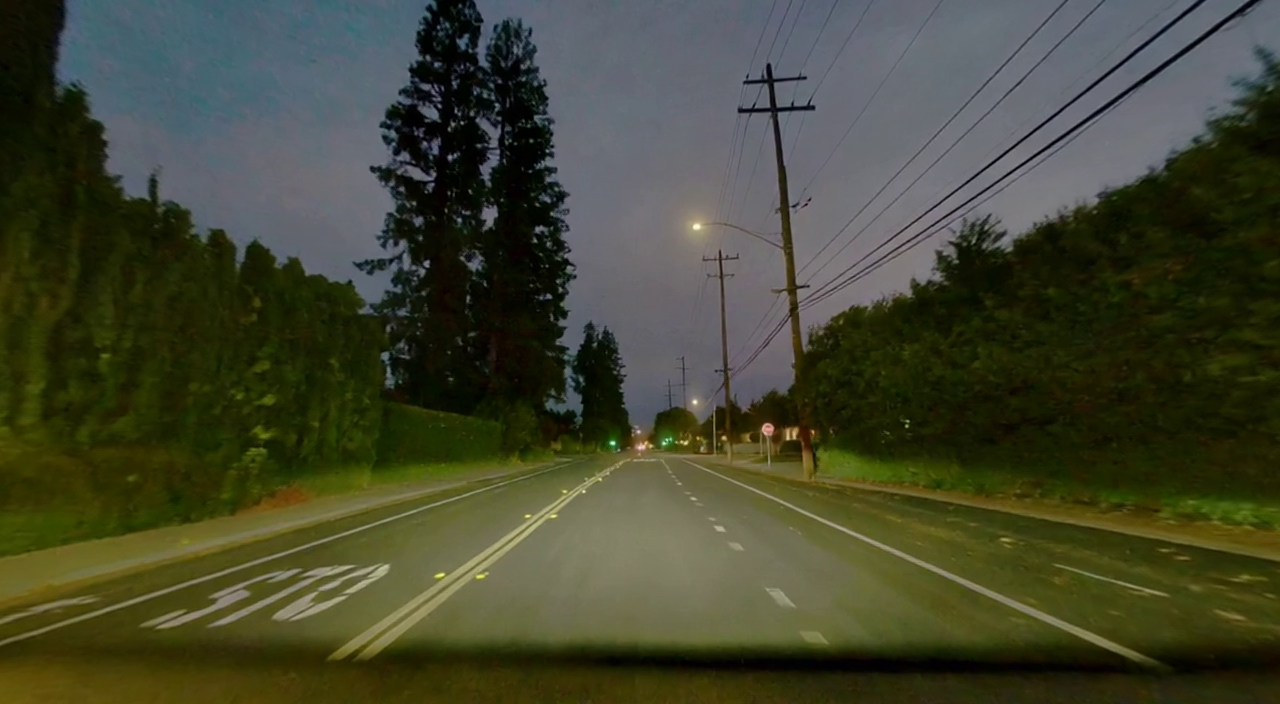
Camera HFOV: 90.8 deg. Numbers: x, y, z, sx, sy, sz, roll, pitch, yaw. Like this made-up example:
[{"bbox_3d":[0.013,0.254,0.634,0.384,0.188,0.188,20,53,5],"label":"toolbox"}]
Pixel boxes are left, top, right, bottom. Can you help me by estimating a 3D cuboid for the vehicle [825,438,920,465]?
[{"bbox_3d":[13.239,5.682,36.195,4.650,1.484,1.929,0,-9,0],"label":"vehicle"}]
